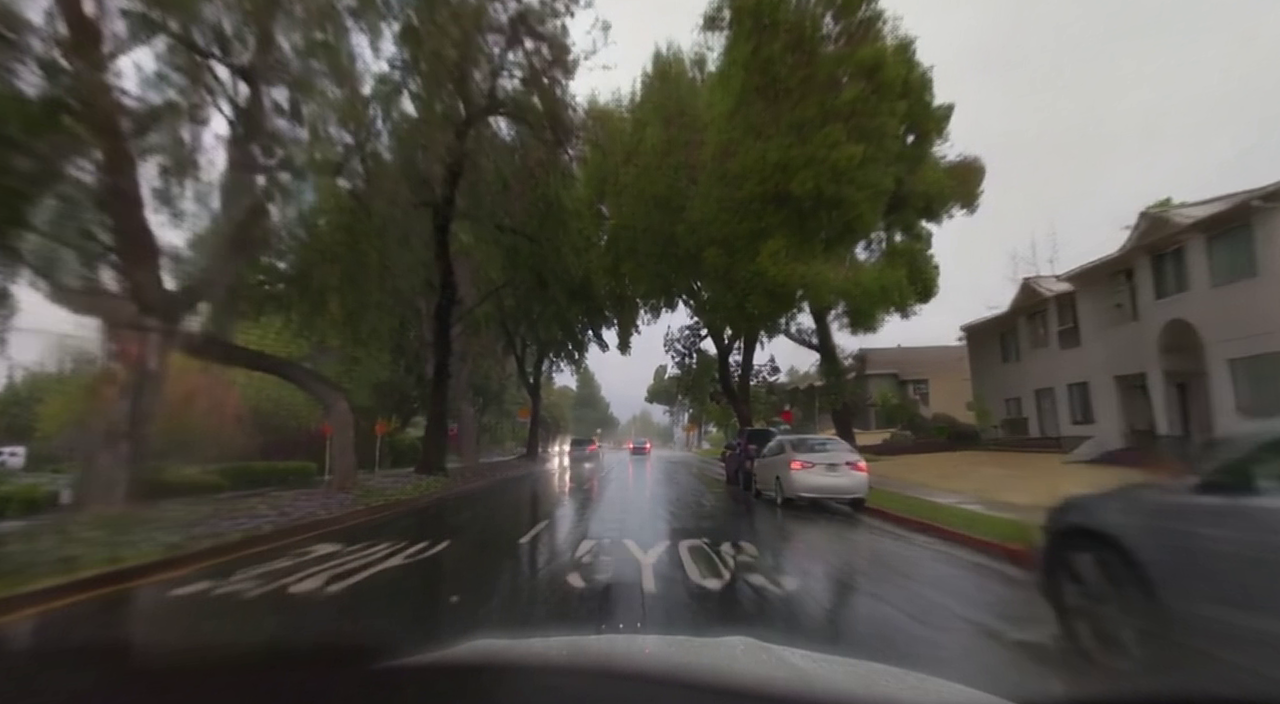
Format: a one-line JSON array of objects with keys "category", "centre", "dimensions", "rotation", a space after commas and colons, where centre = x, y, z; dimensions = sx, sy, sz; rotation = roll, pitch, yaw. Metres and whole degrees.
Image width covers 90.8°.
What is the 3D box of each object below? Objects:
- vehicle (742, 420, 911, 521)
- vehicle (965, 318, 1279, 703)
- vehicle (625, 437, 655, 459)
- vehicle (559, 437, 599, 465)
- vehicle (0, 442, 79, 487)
[{"category": "vehicle", "centre": [3.620, 2.406, 13.322], "dimensions": [2.113, 1.760, 4.432], "rotation": [0, -9, -1]}, {"category": "vehicle", "centre": [3.682, 0.747, 2.103], "dimensions": [2.273, 1.860, 5.077], "rotation": [0, -9, -3]}, {"category": "vehicle", "centre": [0.035, 7.150, 47.015], "dimensions": [2.142, 1.548, 4.273], "rotation": [0, -8, 0]}, {"category": "vehicle", "centre": [-3.830, 6.288, 40.417], "dimensions": [2.129, 1.668, 4.722], "rotation": [0, -8, 0]}, {"category": "vehicle", "centre": [-46.966, 8.571, 47.619], "dimensions": [6.687, 2.839, 2.880], "rotation": [-6, -8, -1]}]
